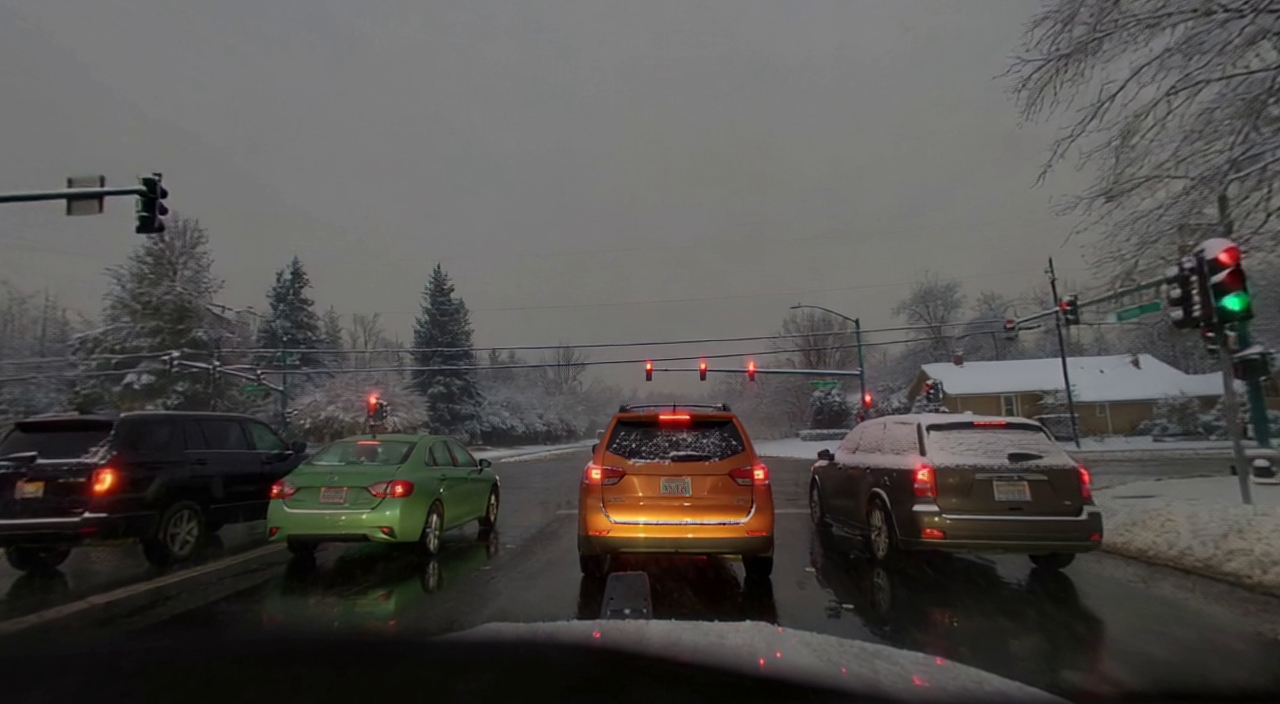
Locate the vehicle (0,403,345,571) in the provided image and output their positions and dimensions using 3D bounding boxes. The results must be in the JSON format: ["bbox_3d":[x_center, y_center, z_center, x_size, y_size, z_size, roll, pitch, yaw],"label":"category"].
[{"bbox_3d":[-6.641,1.819,9.299,2.075,1.796,4.785,0,-8,2],"label":"vehicle"}]

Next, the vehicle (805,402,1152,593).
[{"bbox_3d":[3.529,1.594,7.779,2.047,1.638,4.395,-1,-8,4],"label":"vehicle"}]

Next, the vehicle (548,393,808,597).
[{"bbox_3d":[0.393,1.522,7.522,2.198,1.708,4.170,0,-8,2],"label":"vehicle"}]

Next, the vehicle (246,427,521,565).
[{"bbox_3d":[-3.238,1.891,9.114,1.885,1.475,4.359,-1,-8,4],"label":"vehicle"}]
